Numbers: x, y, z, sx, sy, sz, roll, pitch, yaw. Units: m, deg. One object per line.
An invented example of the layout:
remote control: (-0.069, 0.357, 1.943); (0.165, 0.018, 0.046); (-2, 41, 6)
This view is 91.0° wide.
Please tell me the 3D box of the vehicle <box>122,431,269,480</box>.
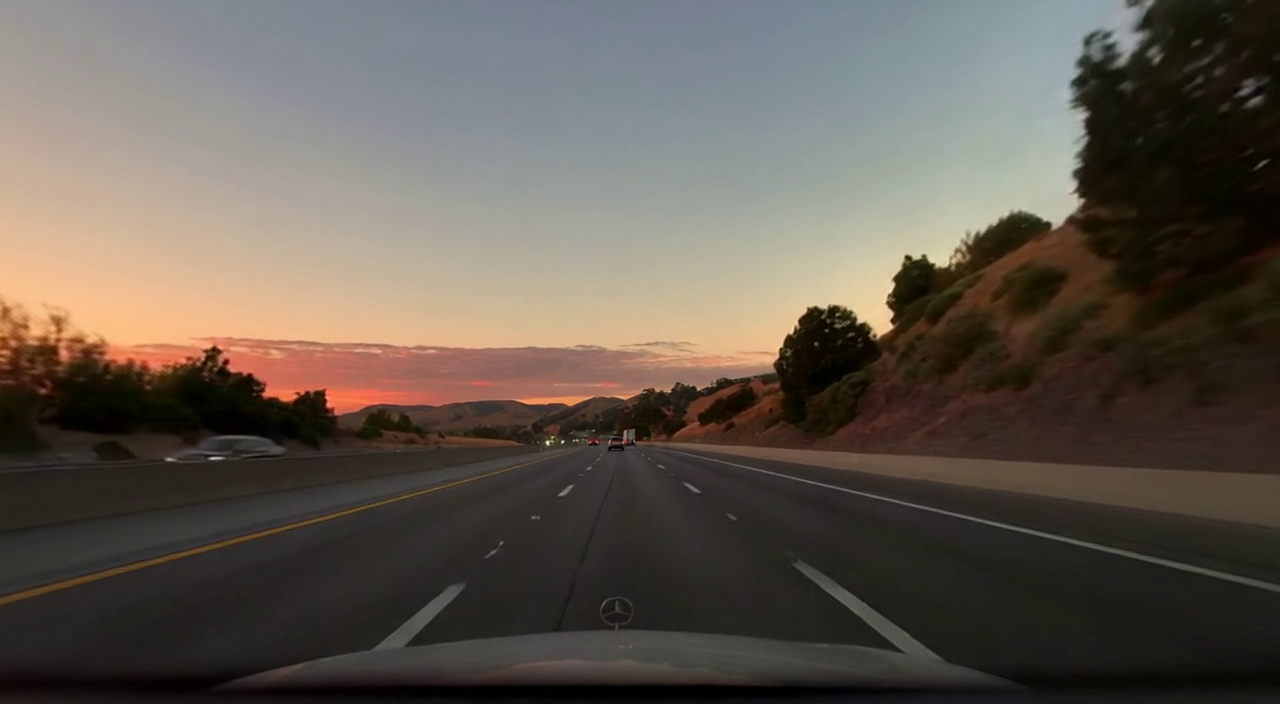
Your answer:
vehicle: (-15.907, 3.715, 22.924); (1.923, 1.544, 4.791); (0, -8, -1)
